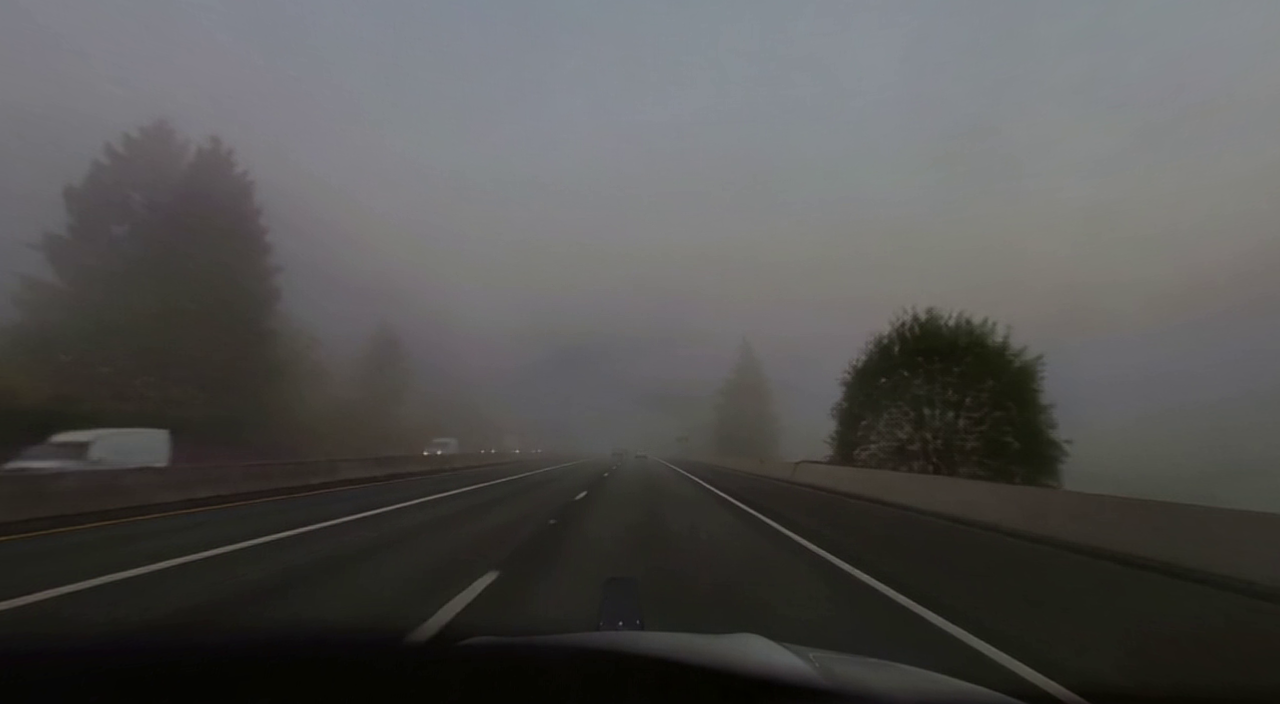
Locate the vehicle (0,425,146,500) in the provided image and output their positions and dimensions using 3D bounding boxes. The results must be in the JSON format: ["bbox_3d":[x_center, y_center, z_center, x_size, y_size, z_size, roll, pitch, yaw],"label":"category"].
[{"bbox_3d":[-24.170,4.467,25.881,2.629,2.666,6.284,0,-9,0],"label":"vehicle"}]
